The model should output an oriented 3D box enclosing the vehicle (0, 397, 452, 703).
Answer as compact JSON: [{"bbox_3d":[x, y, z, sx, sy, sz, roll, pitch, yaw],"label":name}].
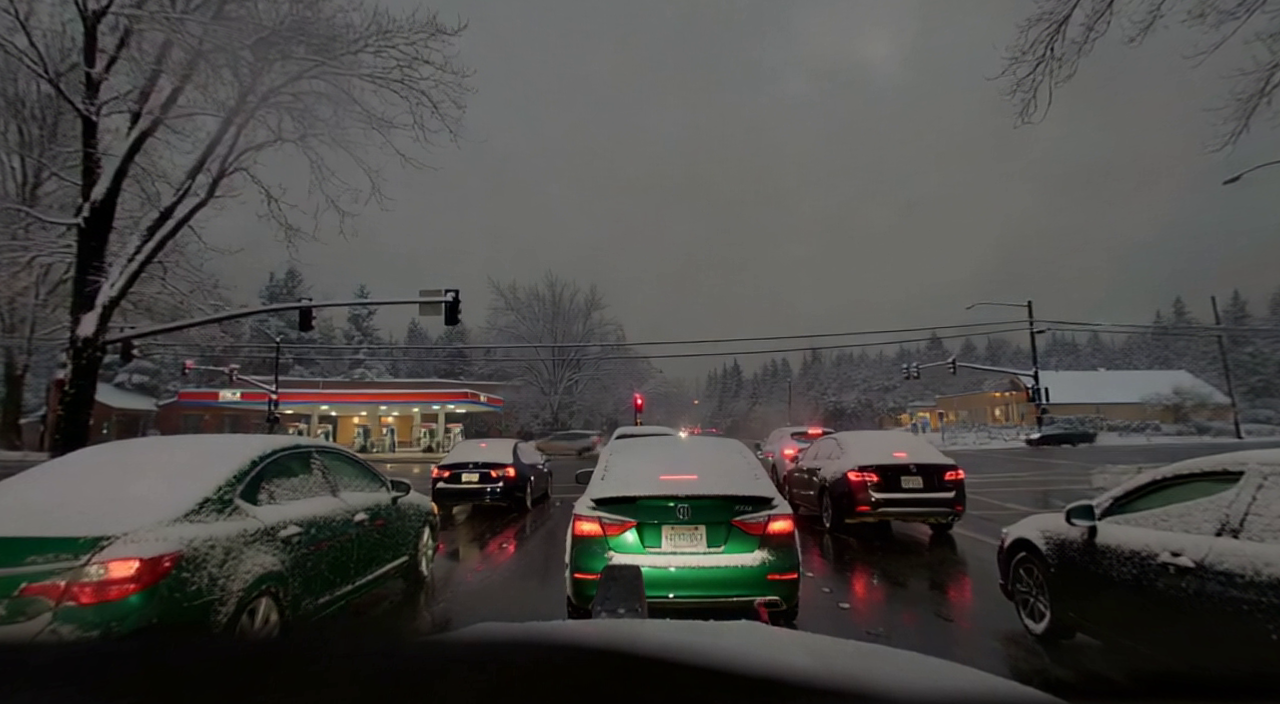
[{"bbox_3d":[-3.000,1.249,4.623,1.887,1.493,4.255,0,-9,1],"label":"vehicle"}]

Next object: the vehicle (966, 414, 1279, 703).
[{"bbox_3d":[4.187,1.132,3.615,1.950,1.497,4.686,0,-9,-3],"label":"vehicle"}]

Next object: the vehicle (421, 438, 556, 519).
[{"bbox_3d":[-3.064,2.647,13.714,1.867,1.474,4.237,0,-9,0],"label":"vehicle"}]

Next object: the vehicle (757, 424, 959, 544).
[{"bbox_3d":[3.398,2.129,10.795,1.947,1.630,4.127,0,-9,0],"label":"vehicle"}]

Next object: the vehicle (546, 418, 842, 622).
[{"bbox_3d":[0.344,1.585,6.954,2.220,1.507,4.317,0,-9,-2],"label":"vehicle"}]
